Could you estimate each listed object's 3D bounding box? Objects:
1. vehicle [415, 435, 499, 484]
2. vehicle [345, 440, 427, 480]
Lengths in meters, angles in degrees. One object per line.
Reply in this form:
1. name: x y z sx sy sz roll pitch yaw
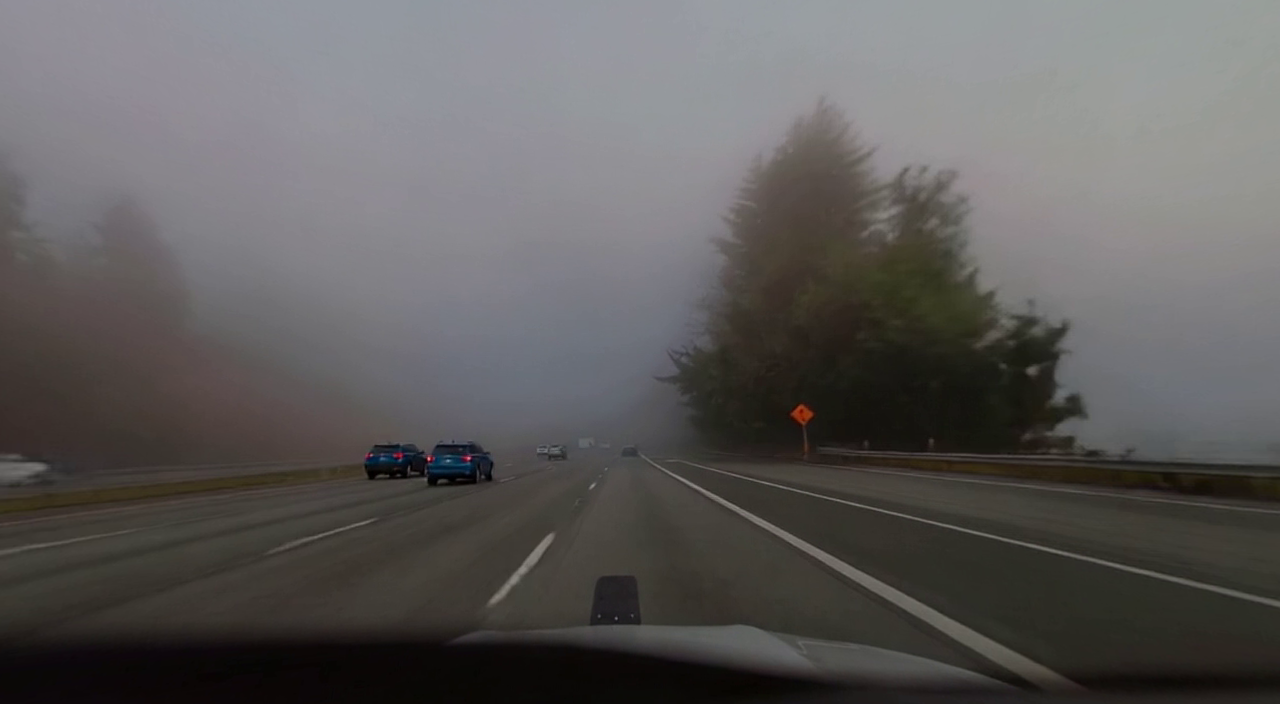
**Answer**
1. vehicle: -7.316 4.348 25.741 2.146 1.766 4.502 0 -9 -1
2. vehicle: -11.656 4.976 29.325 2.016 1.711 4.365 0 -9 -1
